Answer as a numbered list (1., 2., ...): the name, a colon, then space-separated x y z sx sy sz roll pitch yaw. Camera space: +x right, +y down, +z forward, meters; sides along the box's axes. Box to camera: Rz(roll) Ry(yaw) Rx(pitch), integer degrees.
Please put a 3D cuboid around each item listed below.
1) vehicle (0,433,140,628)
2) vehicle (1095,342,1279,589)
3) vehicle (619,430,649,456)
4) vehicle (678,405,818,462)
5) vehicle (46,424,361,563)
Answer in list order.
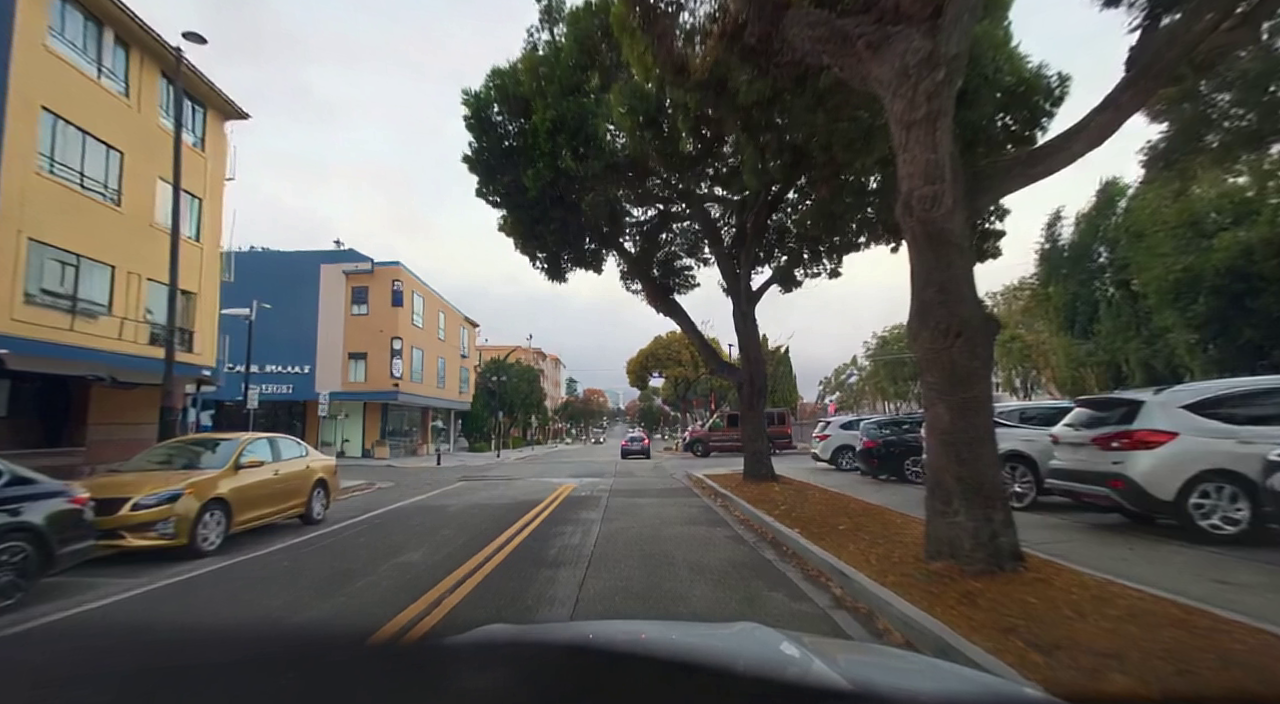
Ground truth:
1. vehicle: -5.858 1.257 3.951 1.860 1.496 4.440 0 -8 -1
2. vehicle: 6.280 0.785 4.492 4.475 1.550 2.061 0 -8 -2
3. vehicle: -0.481 6.948 48.046 2.152 1.874 4.209 0 -8 -1
4. vehicle: 5.124 3.956 30.356 6.221 2.498 2.239 -5 -9 33
5. vehicle: -5.988 1.921 9.393 1.856 1.587 4.042 0 -8 -2
